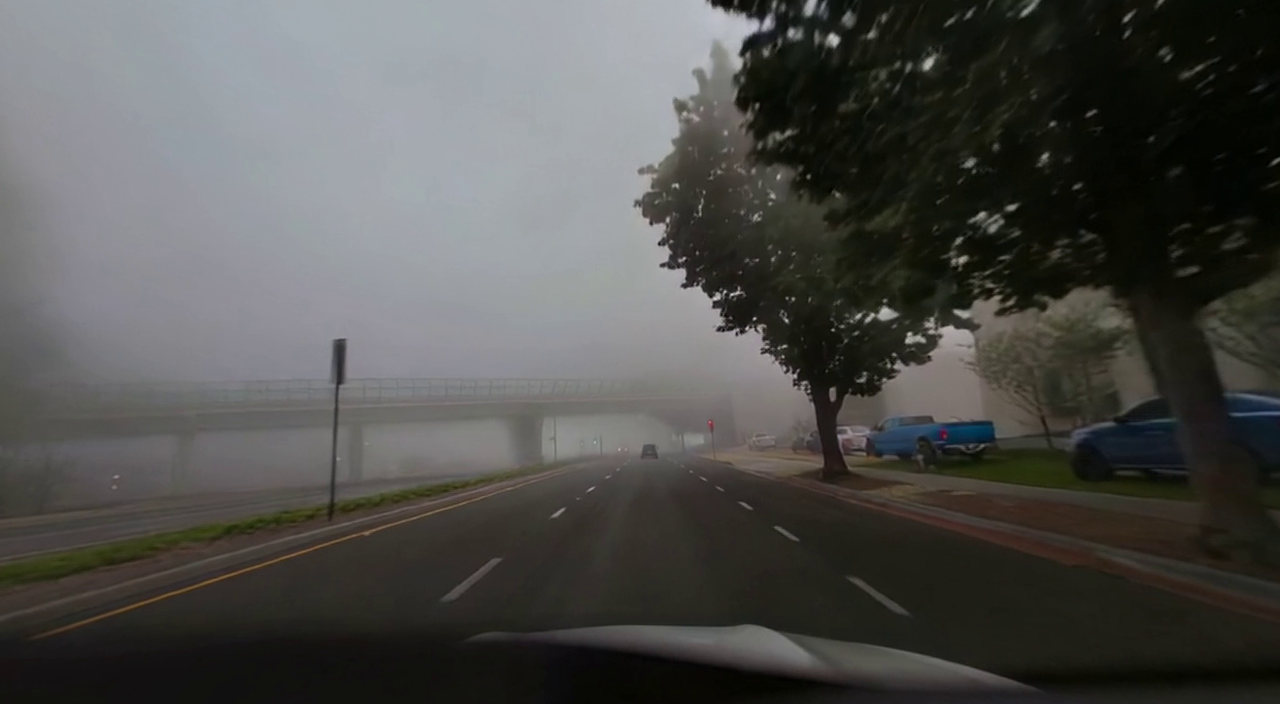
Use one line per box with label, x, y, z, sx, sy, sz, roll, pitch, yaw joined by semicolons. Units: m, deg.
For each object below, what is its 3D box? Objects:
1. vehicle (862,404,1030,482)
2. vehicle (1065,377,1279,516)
vehicle;10.381;3.213;22.215;2.445;2.272;6.461;-1;-8;-2
vehicle;10.249;1.516;10.752;2.138;1.805;5.011;-11;-8;-1
